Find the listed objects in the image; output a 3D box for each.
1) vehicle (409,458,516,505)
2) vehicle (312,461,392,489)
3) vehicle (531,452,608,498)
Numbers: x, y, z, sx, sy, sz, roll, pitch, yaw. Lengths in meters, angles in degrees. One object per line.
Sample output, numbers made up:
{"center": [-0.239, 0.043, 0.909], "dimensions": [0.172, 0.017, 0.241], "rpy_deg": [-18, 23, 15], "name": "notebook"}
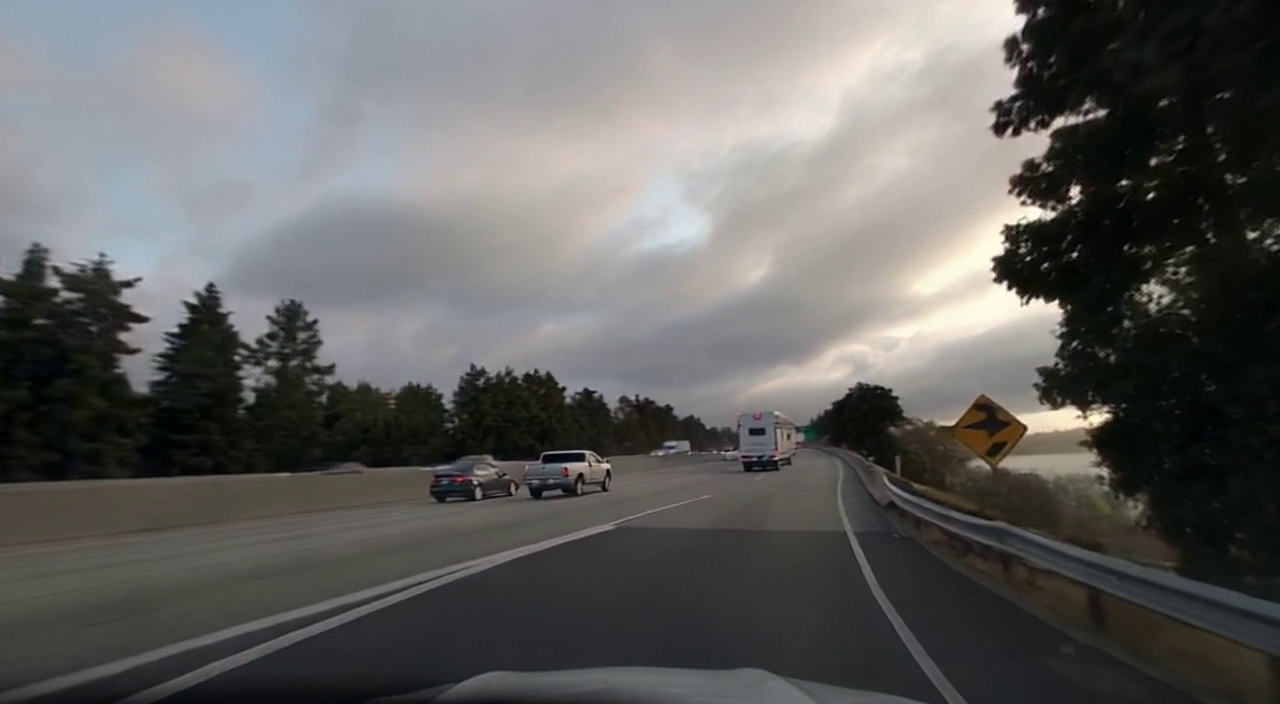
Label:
{"center": [-6.621, 4.874, 24.054], "dimensions": [1.872, 1.536, 4.134], "rpy_deg": [-3, -9, 18], "name": "vehicle"}
{"center": [-15.660, 6.689, 34.505], "dimensions": [1.763, 1.387, 3.841], "rpy_deg": [-3, -9, 18], "name": "vehicle"}
{"center": [-2.590, 4.601, 23.860], "dimensions": [1.778, 1.560, 3.030], "rpy_deg": [-3, -9, 19], "name": "vehicle"}
